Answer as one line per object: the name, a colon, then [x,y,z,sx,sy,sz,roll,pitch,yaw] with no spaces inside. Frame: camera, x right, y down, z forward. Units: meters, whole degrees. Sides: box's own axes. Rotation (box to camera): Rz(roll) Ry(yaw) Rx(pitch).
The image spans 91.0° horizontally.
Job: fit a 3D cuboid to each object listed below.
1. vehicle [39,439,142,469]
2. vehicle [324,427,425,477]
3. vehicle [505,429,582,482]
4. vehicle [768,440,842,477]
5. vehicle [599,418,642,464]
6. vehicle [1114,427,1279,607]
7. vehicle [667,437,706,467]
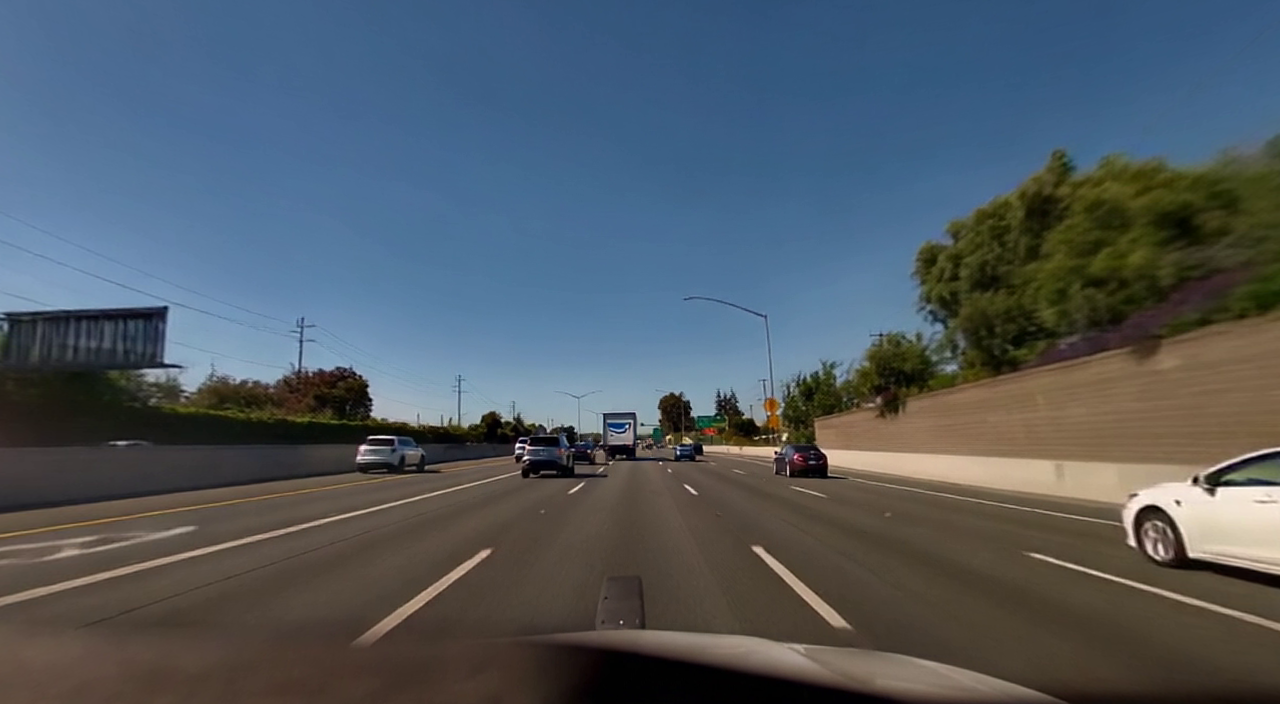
vehicle: [-32.696,6.073,37.658,2.072,1.667,4.415,0,-8,1]
vehicle: [-10.142,3.865,24.461,2.023,1.739,4.229,0,-8,0]
vehicle: [-3.380,3.731,22.923,2.095,1.688,4.188,0,-8,1]
vehicle: [7.212,4.710,28.077,1.970,1.499,4.491,1,-8,-2]
vehicle: [-1.182,5.842,41.096,2.456,2.705,6.251,0,-8,1]
vehicle: [6.371,1.313,4.775,2.026,1.487,4.489,1,-8,-1]
vehicle: [2.727,5.960,37.518,2.067,1.654,3.985,0,-8,1]
